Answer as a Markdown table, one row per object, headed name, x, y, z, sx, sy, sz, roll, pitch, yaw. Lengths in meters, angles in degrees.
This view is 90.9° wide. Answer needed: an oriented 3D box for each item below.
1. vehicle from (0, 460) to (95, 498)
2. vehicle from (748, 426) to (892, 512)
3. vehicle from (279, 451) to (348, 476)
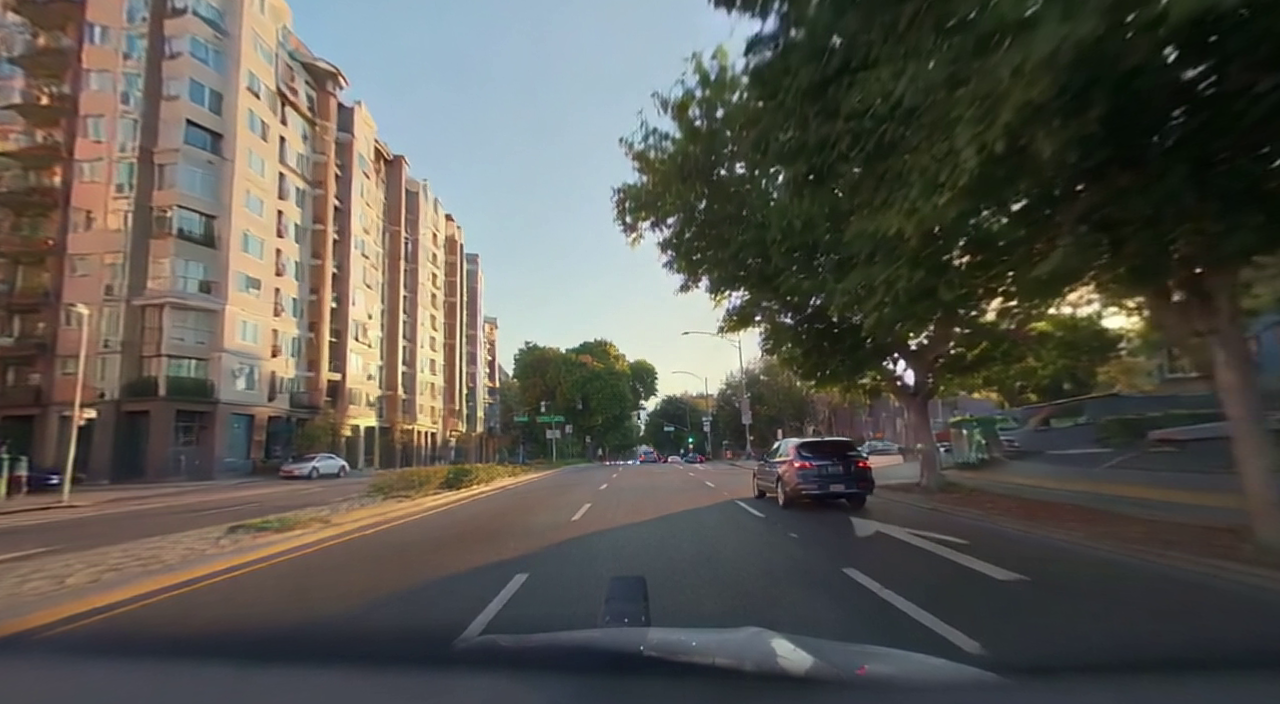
| name | x | y | z | sx | sy | sz | roll | pitch | yaw |
| --- | --- | --- | --- | --- | --- | --- | --- | --- | --- |
| vehicle | -25.813 | 5.235 | 26.090 | 4.644 | 1.452 | 1.944 | 0 | -8 | 0 |
| vehicle | 3.712 | 2.481 | 13.811 | 1.949 | 1.583 | 3.996 | 0 | -8 | 0 |
| vehicle | -21.193 | 7.245 | 41.170 | 1.864 | 1.468 | 4.770 | 0 | -8 | 2 |
